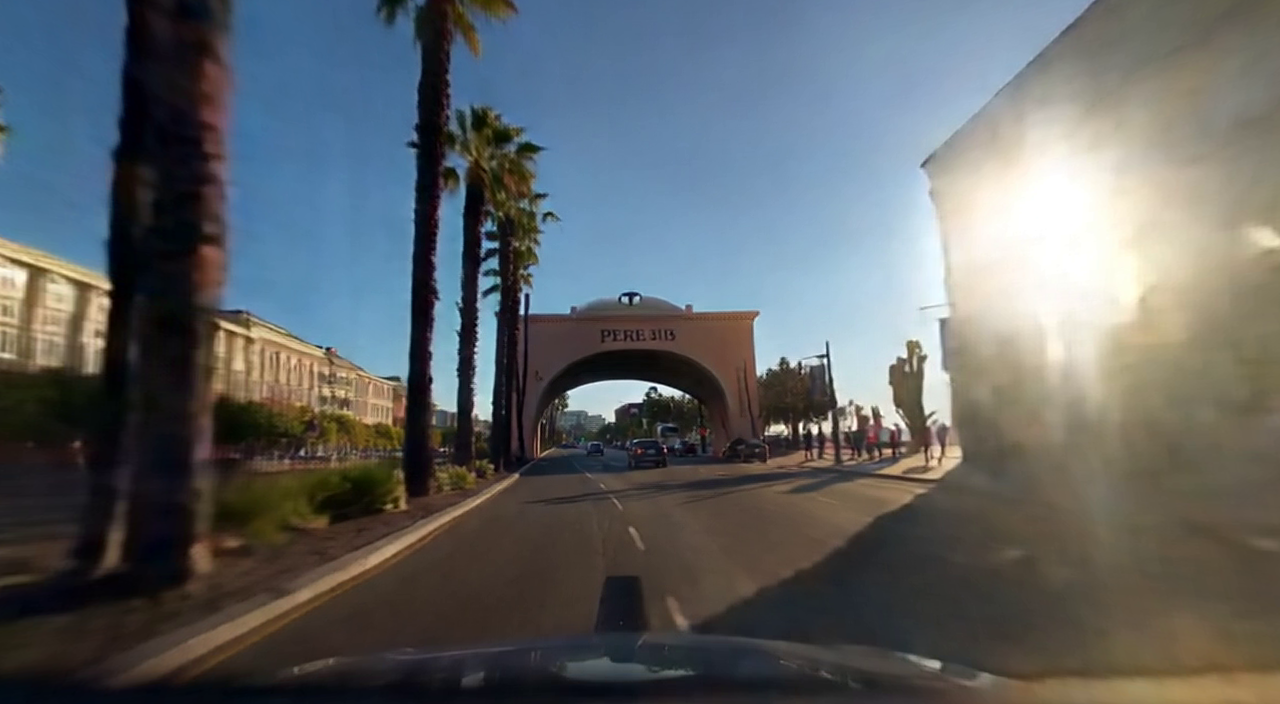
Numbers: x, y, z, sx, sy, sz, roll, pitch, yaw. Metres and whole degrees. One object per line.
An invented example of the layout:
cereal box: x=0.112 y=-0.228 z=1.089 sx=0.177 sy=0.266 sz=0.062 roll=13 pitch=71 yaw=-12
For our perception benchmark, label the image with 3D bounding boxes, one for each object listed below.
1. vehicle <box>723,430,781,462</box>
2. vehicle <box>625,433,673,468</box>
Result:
vehicle: x=7.736 y=6.597 z=44.326 sx=2.417 sy=2.030 sz=5.711 roll=1 pitch=-8 yaw=-7
vehicle: x=0.447 y=6.232 z=40.205 sx=2.284 sy=2.010 sz=6.670 roll=1 pitch=-8 yaw=-5
